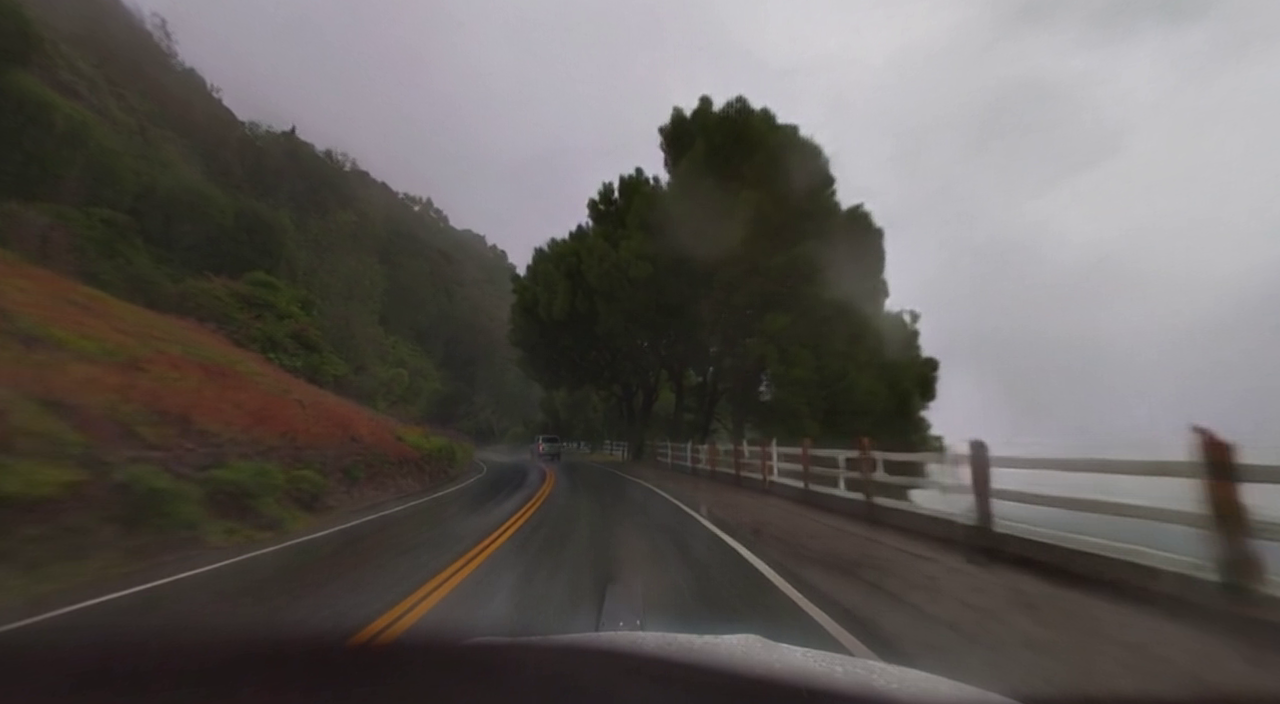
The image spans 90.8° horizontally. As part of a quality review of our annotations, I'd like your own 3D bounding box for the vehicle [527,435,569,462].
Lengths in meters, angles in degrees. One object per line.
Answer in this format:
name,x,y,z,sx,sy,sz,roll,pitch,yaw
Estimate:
vehicle,-7.316,7.610,49.841,2.439,1.912,5.605,3,-9,-16
